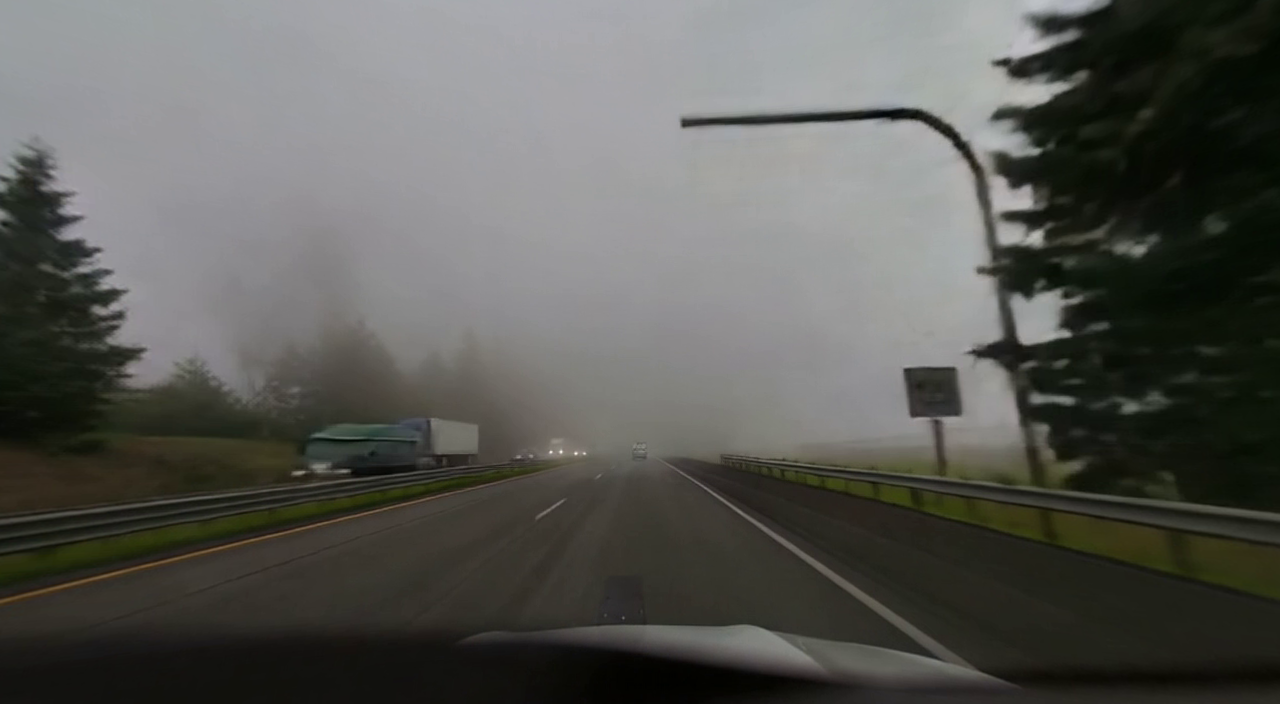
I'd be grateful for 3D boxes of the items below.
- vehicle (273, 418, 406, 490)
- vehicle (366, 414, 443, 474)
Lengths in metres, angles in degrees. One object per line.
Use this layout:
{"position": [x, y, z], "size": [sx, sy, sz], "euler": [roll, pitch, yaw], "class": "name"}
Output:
{"position": [-12.745, 4.433, 27.499], "size": [2.231, 2.700, 6.933], "euler": [-1, -9, 1], "class": "vehicle"}
{"position": [-16.505, 6.556, 44.716], "size": [3.031, 3.931, 6.017], "euler": [0, -9, 0], "class": "vehicle"}
